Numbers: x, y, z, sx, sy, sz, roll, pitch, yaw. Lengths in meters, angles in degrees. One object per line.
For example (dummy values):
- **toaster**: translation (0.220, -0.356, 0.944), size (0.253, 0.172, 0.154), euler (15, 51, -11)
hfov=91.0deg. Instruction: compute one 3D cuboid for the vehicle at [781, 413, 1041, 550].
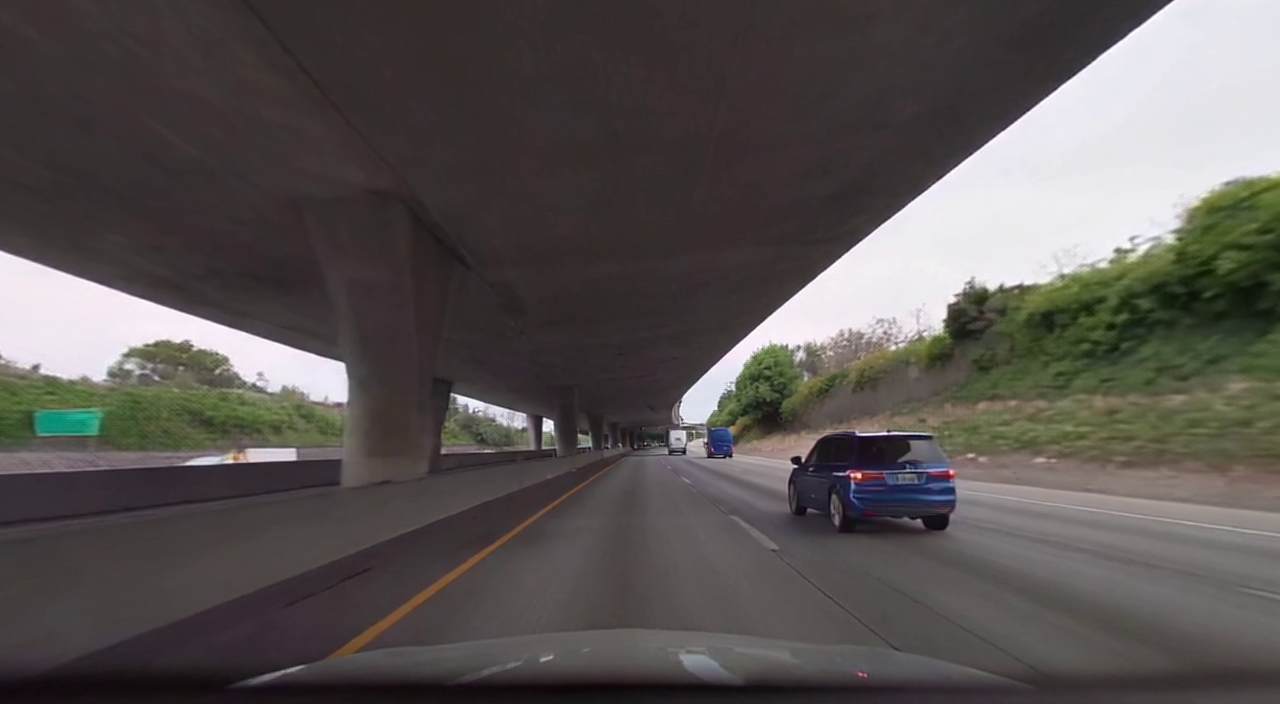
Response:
- **vehicle**: translation (3.924, 1.959, 10.208), size (2.148, 1.691, 4.443), euler (0, -9, -1)
